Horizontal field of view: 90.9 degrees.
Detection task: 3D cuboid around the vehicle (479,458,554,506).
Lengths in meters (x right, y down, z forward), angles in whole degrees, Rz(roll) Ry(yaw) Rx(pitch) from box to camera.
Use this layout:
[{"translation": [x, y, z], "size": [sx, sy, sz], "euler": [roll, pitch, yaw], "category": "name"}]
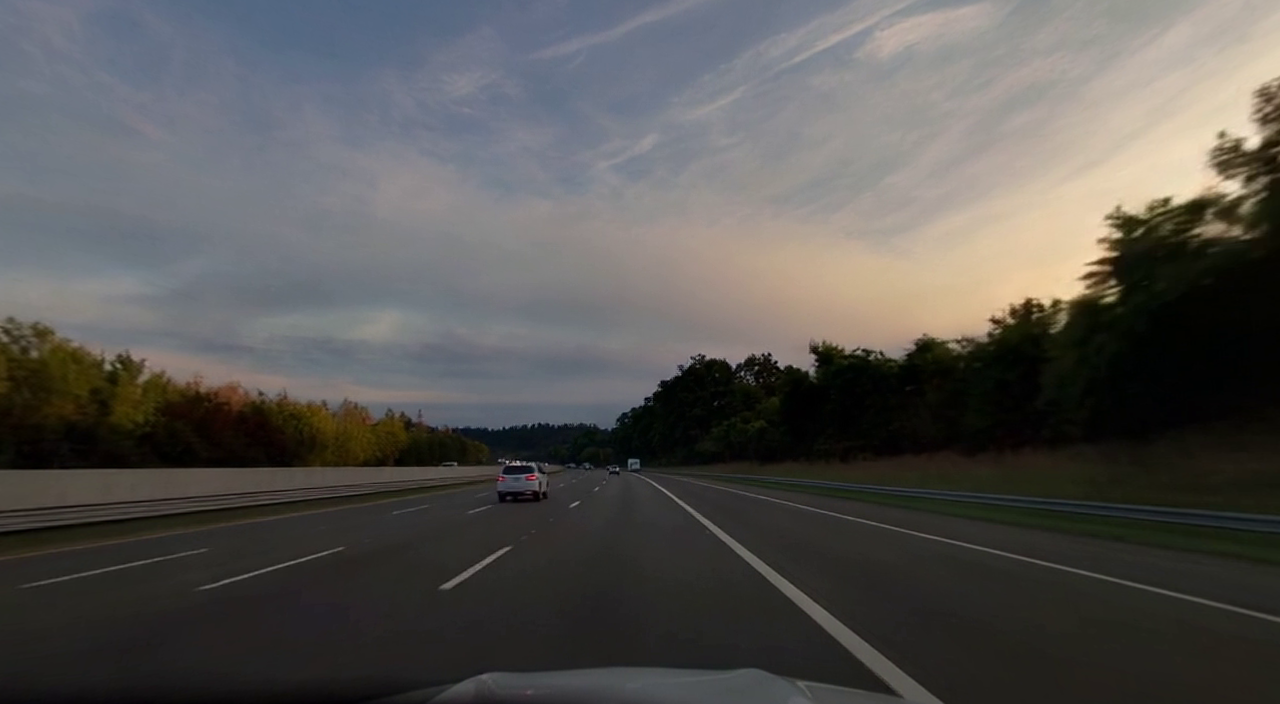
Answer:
[{"translation": [-4.453, 4.766, 23.360], "size": [2.025, 1.584, 3.657], "euler": [1, -10, 0], "category": "vehicle"}]
